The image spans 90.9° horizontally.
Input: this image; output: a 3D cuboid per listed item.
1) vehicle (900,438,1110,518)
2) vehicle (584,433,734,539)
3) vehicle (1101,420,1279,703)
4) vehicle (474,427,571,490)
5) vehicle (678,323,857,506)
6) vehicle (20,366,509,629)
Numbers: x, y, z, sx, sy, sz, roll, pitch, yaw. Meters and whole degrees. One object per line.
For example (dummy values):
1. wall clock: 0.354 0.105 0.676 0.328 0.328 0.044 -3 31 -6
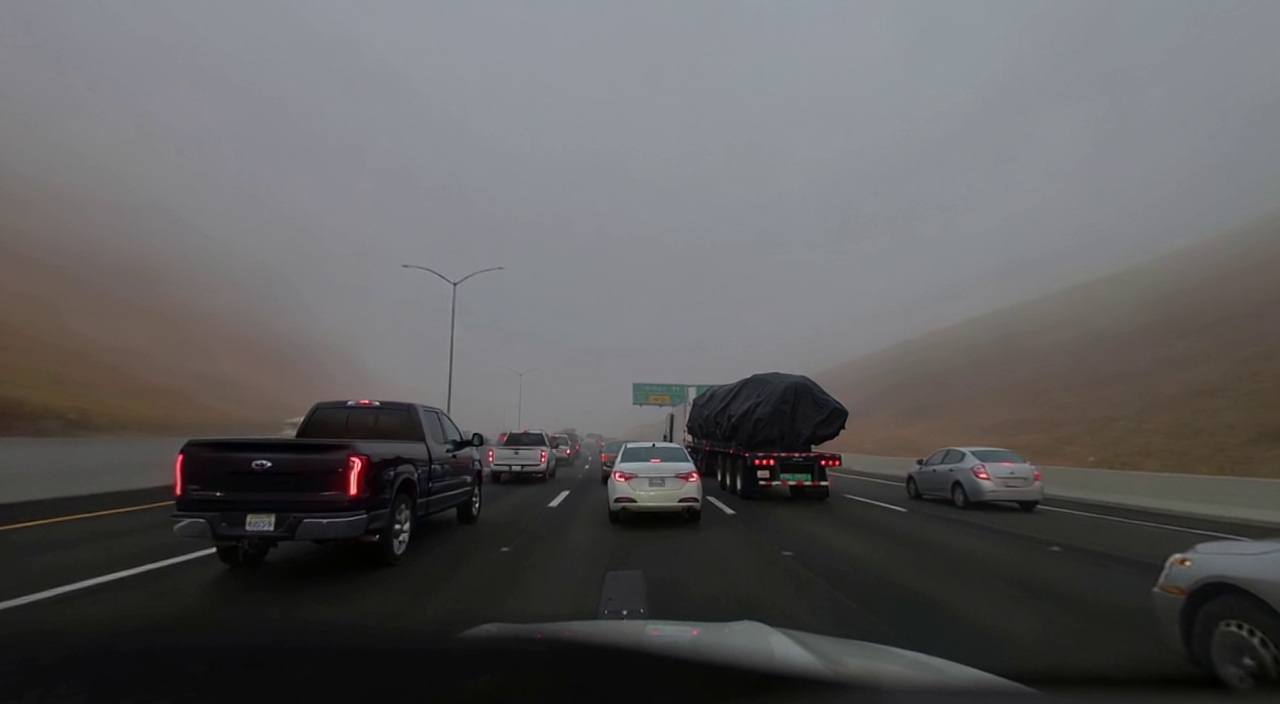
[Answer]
1. vehicle: 7.768 2.684 14.030 2.092 1.495 4.194 0 -8 -1
2. vehicle: 0.220 2.177 10.924 2.105 1.471 3.978 0 -8 -1
3. vehicle: 3.588 0.783 0.987 2.169 1.447 4.817 0 -8 1
4. vehicle: -3.707 3.465 20.992 2.348 1.821 5.061 0 -8 -1
5. vehicle: 3.176 2.151 19.618 2.759 4.098 10.906 0 -8 -3
6. vehicle: -3.286 1.432 7.328 2.318 1.902 5.374 0 -8 1
